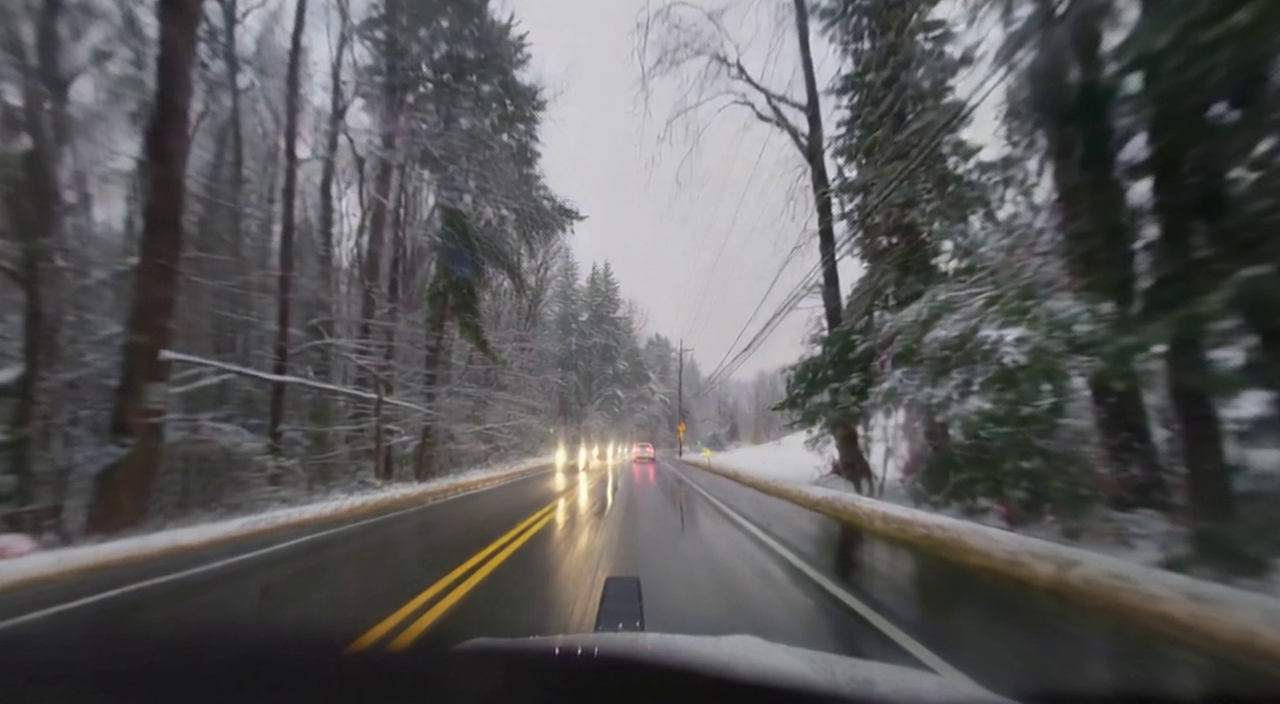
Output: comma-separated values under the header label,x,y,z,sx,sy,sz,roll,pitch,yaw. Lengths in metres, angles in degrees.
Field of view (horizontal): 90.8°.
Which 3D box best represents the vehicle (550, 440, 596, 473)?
label,x,y,z,sx,sy,sz,roll,pitch,yaw
vehicle,-3.734,5.920,35.891,2.155,1.727,4.142,0,-9,1
